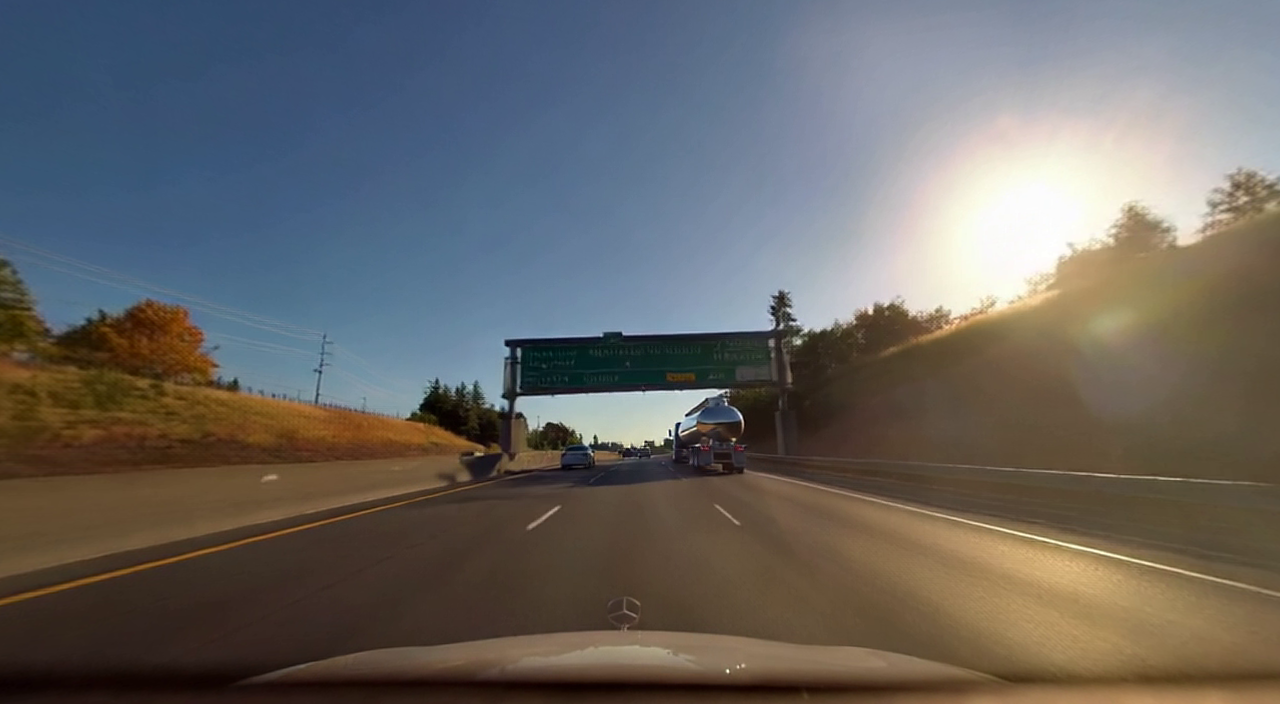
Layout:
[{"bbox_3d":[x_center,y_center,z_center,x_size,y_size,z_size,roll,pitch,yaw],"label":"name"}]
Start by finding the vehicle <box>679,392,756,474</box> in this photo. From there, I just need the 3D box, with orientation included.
[{"bbox_3d":[3.874,4.469,33.958,2.759,3.734,9.708,0,-9,-1],"label":"vehicle"}]

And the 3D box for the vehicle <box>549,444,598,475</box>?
[{"bbox_3d":[-3.347,5.483,32.533,1.986,1.458,4.506,0,-9,1],"label":"vehicle"}]
